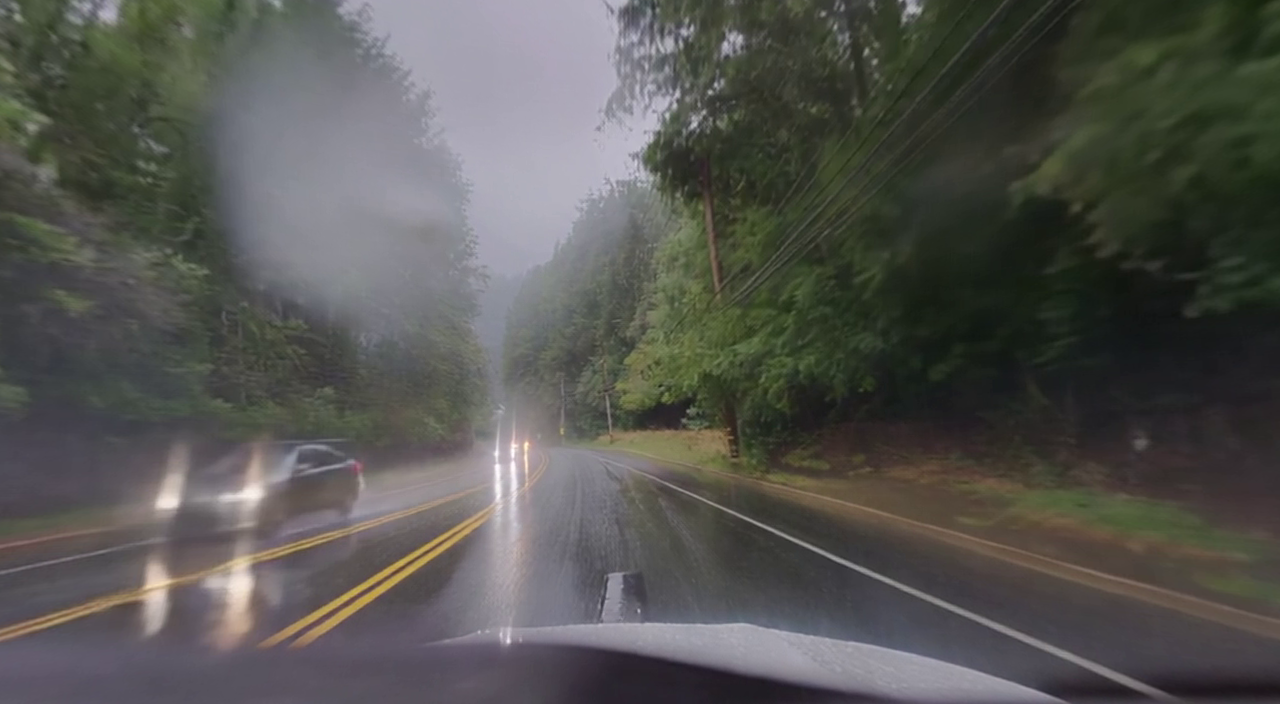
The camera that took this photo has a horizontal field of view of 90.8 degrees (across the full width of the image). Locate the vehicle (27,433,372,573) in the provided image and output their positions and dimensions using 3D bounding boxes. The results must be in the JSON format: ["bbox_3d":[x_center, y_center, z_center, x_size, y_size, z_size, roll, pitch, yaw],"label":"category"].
[{"bbox_3d":[-7.422,2.558,11.816,2.397,1.932,5.703,0,-8,-1],"label":"vehicle"}]
